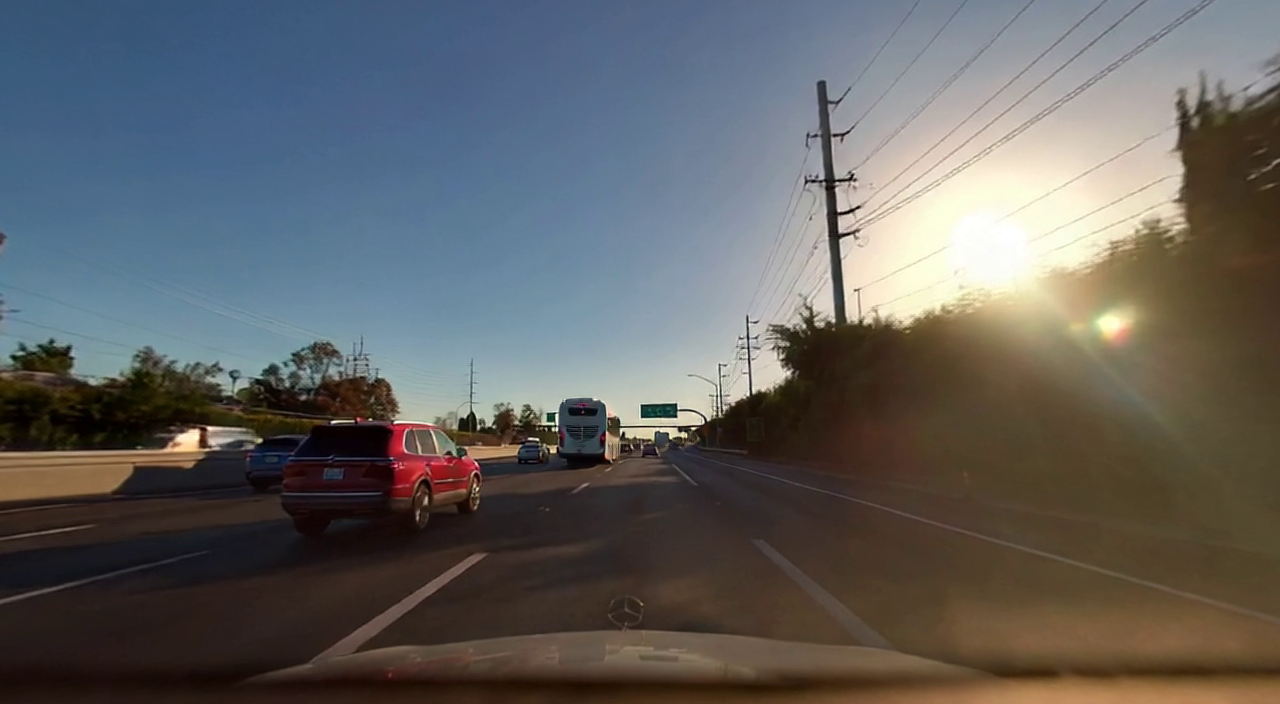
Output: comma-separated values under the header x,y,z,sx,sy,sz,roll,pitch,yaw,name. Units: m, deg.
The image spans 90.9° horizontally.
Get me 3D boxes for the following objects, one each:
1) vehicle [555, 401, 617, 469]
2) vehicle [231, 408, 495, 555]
x,y,z,sx,sy,sz,roll,pitch,yaw,name
-3.189,5.453,40.788,2.964,3.735,11.465,0,-8,0,vehicle
-3.779,1.851,9.651,2.021,1.730,4.223,0,-8,1,vehicle
